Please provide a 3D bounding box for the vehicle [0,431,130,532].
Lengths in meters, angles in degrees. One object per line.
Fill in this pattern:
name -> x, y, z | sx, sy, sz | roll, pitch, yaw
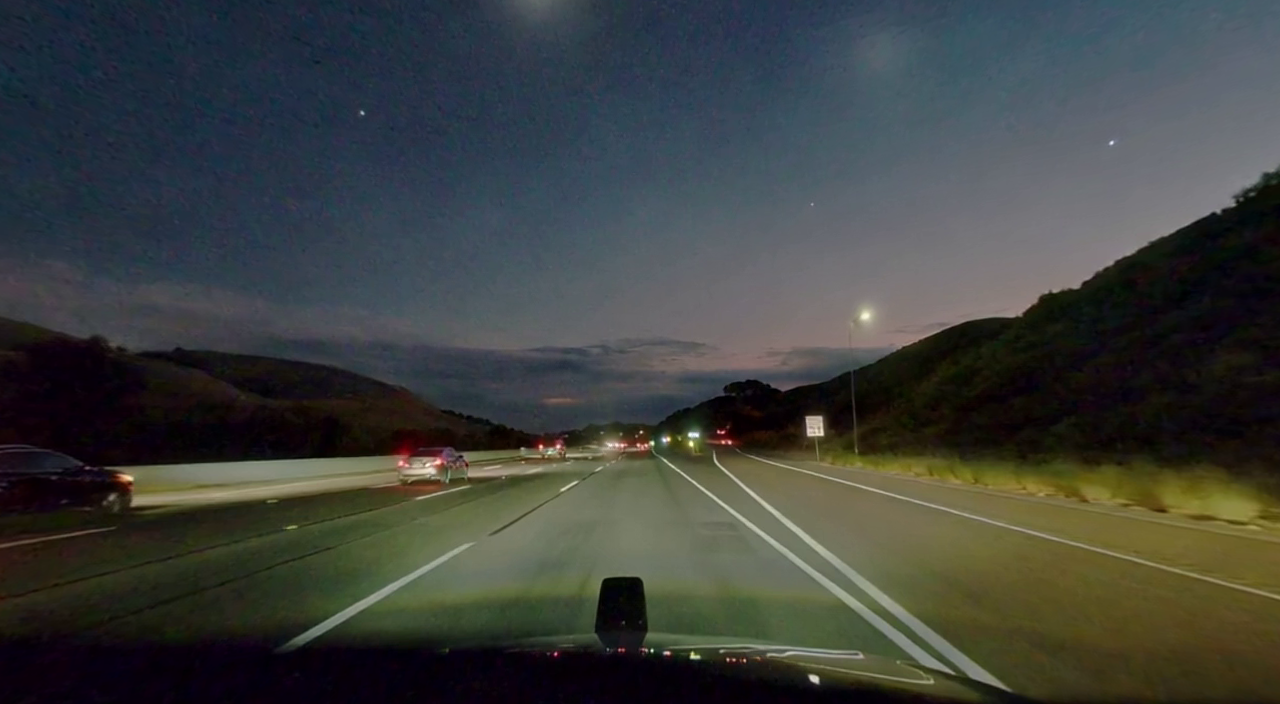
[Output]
vehicle -> -11.569, 2.176, 10.642 | 2.020, 1.645, 4.629 | 0, -9, 0

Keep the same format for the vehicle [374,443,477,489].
vehicle -> -7.515, 4.021, 22.635 | 2.107, 1.484, 4.449 | 0, -9, 1
